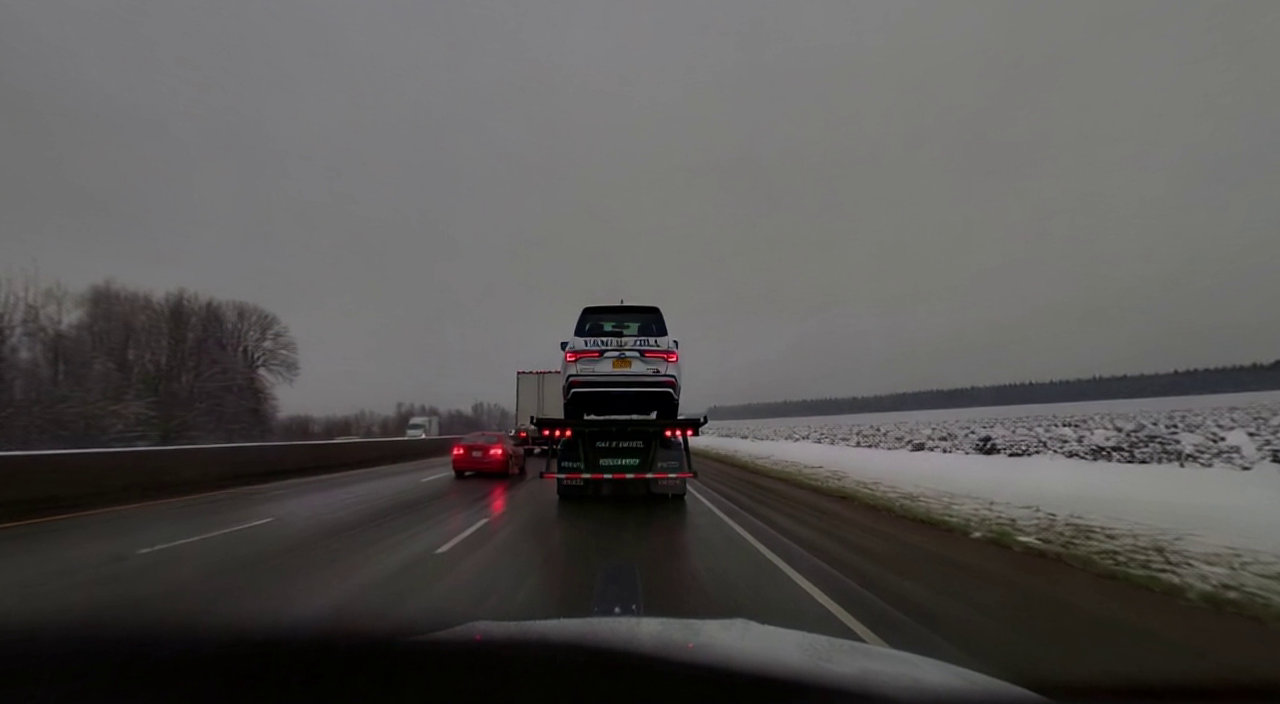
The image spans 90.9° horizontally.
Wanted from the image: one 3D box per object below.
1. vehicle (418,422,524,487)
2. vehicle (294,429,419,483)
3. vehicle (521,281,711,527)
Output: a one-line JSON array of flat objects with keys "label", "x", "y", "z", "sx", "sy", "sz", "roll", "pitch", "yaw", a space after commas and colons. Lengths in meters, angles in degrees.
[{"label": "vehicle", "x": -4.753, "y": 2.930, "z": 18.455, "sx": 1.914, "sy": 1.675, "sz": 4.331, "roll": 0, "pitch": -7, "yaw": 0}, {"label": "vehicle", "x": -8.938, "y": 3.294, "z": 20.421, "sx": 1.897, "sy": 1.524, "sz": 4.790, "roll": 0, "pitch": -7, "yaw": -1}, {"label": "vehicle", "x": -0.455, "y": 1.322, "z": 13.916, "sx": 2.738, "sy": 3.628, "sz": 9.223, "roll": 0, "pitch": -7, "yaw": -1}]
